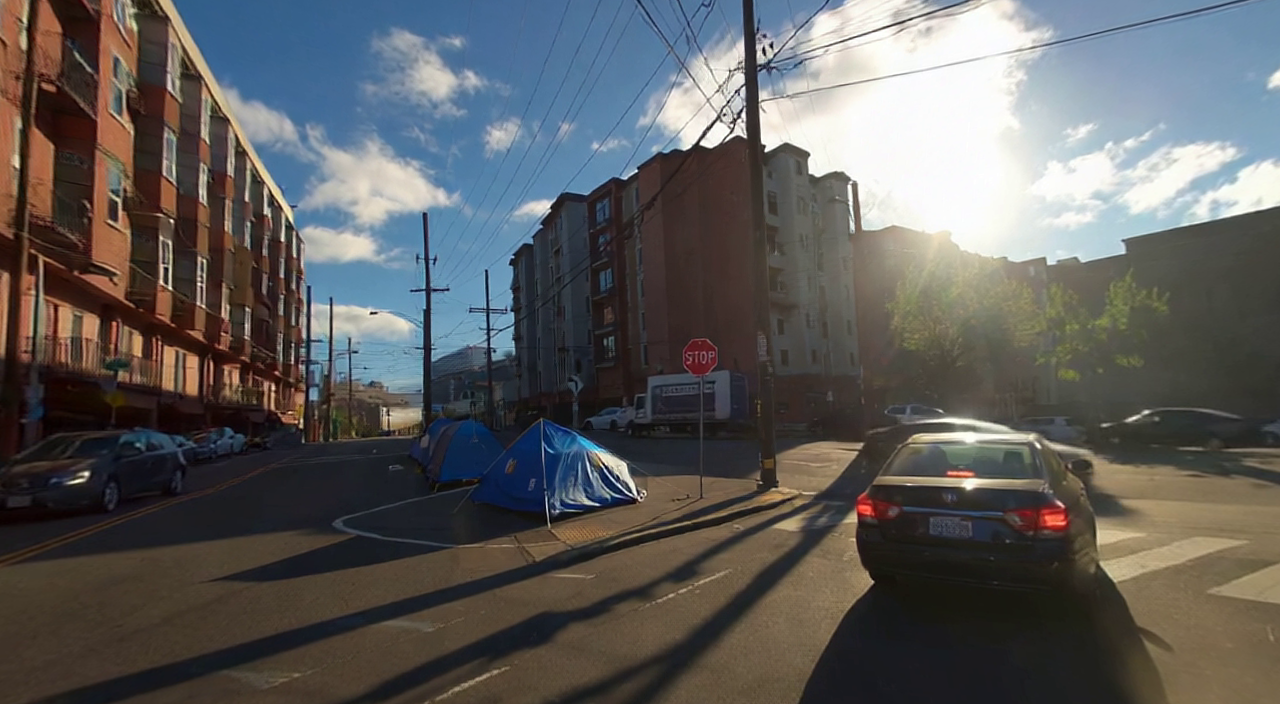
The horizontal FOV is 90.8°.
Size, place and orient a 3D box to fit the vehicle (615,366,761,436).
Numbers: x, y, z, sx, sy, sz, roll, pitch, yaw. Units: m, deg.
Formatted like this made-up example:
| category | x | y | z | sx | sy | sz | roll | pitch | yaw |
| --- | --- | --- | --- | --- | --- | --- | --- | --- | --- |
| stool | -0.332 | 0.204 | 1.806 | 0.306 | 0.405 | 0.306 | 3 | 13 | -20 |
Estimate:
| category | x | y | z | sx | sy | sz | roll | pitch | yaw |
| --- | --- | --- | --- | --- | --- | --- | --- | --- | --- |
| vehicle | 2.239 | 2.646 | 31.856 | 7.172 | 3.075 | 2.584 | -7 | -10 | 41 |

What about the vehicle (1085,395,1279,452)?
| category | x | y | z | sx | sy | sz | roll | pitch | yaw |
| --- | --- | --- | --- | --- | --- | --- | --- | --- | --- |
| vehicle | 16.116 | 2.202 | 18.819 | 4.363 | 1.511 | 1.838 | -8 | -11 | 41 |

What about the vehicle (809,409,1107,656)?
| category | x | y | z | sx | sy | sz | roll | pitch | yaw |
| --- | --- | --- | --- | --- | --- | --- | --- | --- | --- |
| vehicle | 3.404 | 1.550 | 6.599 | 1.945 | 1.647 | 4.160 | -6 | -10 | 32 |

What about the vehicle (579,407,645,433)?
| category | x | y | z | sx | sy | sz | roll | pitch | yaw |
| --- | --- | --- | --- | --- | --- | --- | --- | --- | --- |
| vehicle | -1.815 | 4.363 | 39.945 | 1.790 | 1.468 | 4.422 | 7 | -11 | -41 |

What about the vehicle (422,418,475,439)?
| category | x | y | z | sx | sy | sz | roll | pitch | yaw |
| --- | --- | --- | --- | --- | --- | --- | --- | --- | --- |
| vehicle | -14.816 | 5.936 | 48.787 | 2.089 | 1.506 | 4.641 | 7 | -11 | -41 |

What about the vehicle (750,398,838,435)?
| category | x | y | z | sx | sy | sz | roll | pitch | yaw |
| --- | --- | --- | --- | --- | --- | --- | --- | --- | --- |
| vehicle | 8.213 | 3.542 | 34.009 | 4.214 | 1.694 | 1.805 | -9 | -13 | 44 |

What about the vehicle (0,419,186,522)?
| category | x | y | z | sx | sy | sz | roll | pitch | yaw |
| --- | --- | --- | --- | --- | --- | --- | --- | --- | --- |
| vehicle | -11.151 | 2.341 | 12.932 | 1.987 | 1.686 | 3.971 | 0 | -8 | -20 |
